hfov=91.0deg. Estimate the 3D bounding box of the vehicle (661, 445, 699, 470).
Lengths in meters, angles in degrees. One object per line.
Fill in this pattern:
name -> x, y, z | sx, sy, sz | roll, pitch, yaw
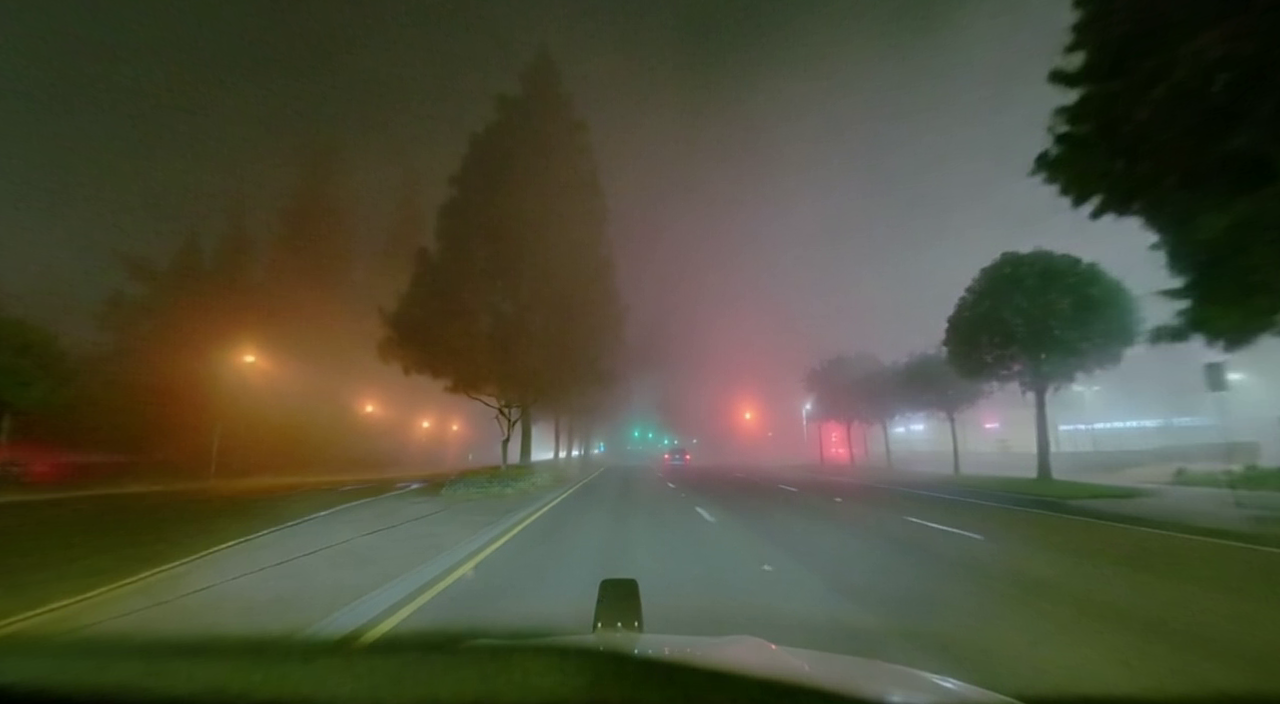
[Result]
vehicle -> 2.502, 6.787, 40.624 | 2.015, 1.479, 4.444 | 0, -9, -2
